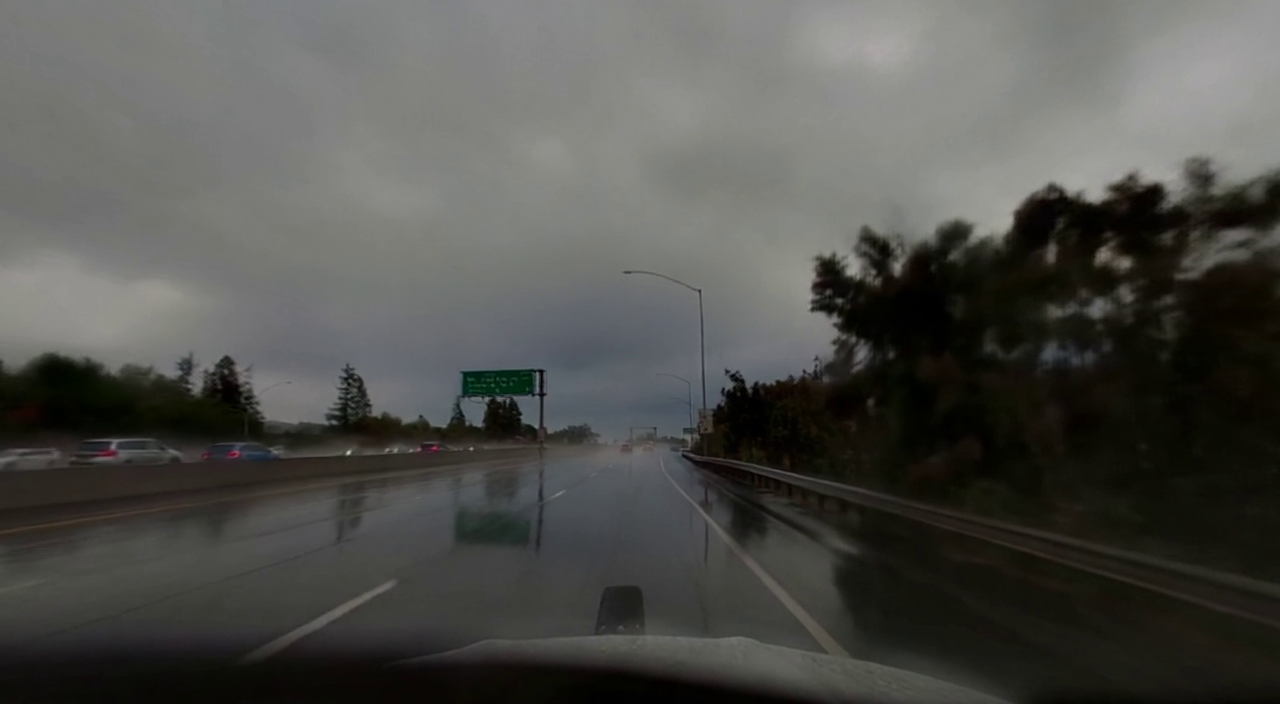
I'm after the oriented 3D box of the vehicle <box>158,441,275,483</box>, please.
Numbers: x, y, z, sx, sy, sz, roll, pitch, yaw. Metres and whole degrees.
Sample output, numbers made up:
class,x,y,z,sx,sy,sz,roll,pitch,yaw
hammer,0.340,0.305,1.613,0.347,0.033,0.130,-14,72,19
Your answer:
class,x,y,z,sx,sy,sz,roll,pitch,yaw
vehicle,-16.888,4.394,25.519,1.829,1.520,4.505,0,-9,-4

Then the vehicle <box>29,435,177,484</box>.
class,x,y,z,sx,sy,sz,roll,pitch,yaw
vehicle,-20.743,4.149,24.719,2.049,1.718,4.445,0,-9,-4

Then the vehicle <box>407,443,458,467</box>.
class,x,y,z,sx,sy,sz,roll,pitch,yaw
vehicle,-14.086,7.001,43.219,2.271,1.537,4.029,0,-8,-3
